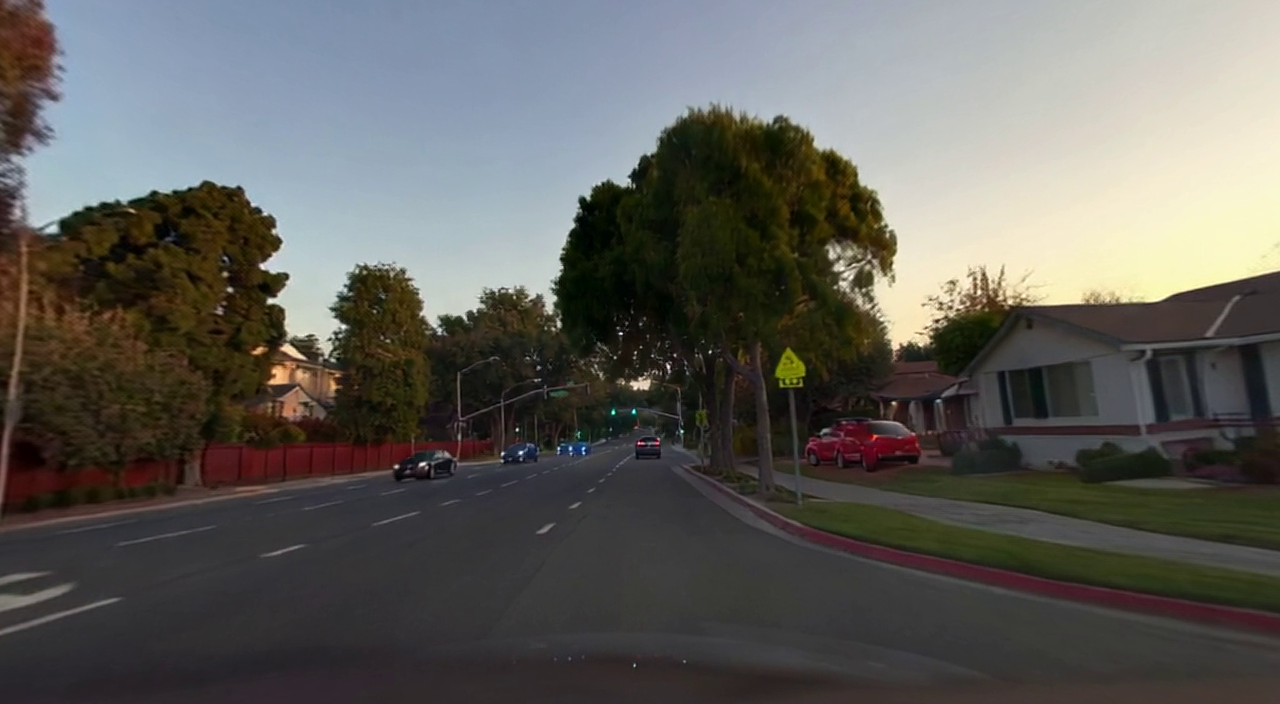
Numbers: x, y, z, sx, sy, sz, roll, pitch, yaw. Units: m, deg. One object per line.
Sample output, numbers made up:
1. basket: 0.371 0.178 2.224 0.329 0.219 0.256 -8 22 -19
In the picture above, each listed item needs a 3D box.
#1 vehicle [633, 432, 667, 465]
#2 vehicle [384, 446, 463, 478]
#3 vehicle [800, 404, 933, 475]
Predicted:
1. vehicle: 0.627 6.130 40.117 2.059 1.908 4.714 0 -8 1
2. vehicle: -11.211 5.717 33.009 2.176 1.528 4.750 -1 -8 4
3. vehicle: 8.167 3.303 23.734 2.531 2.263 6.802 0 -8 1
